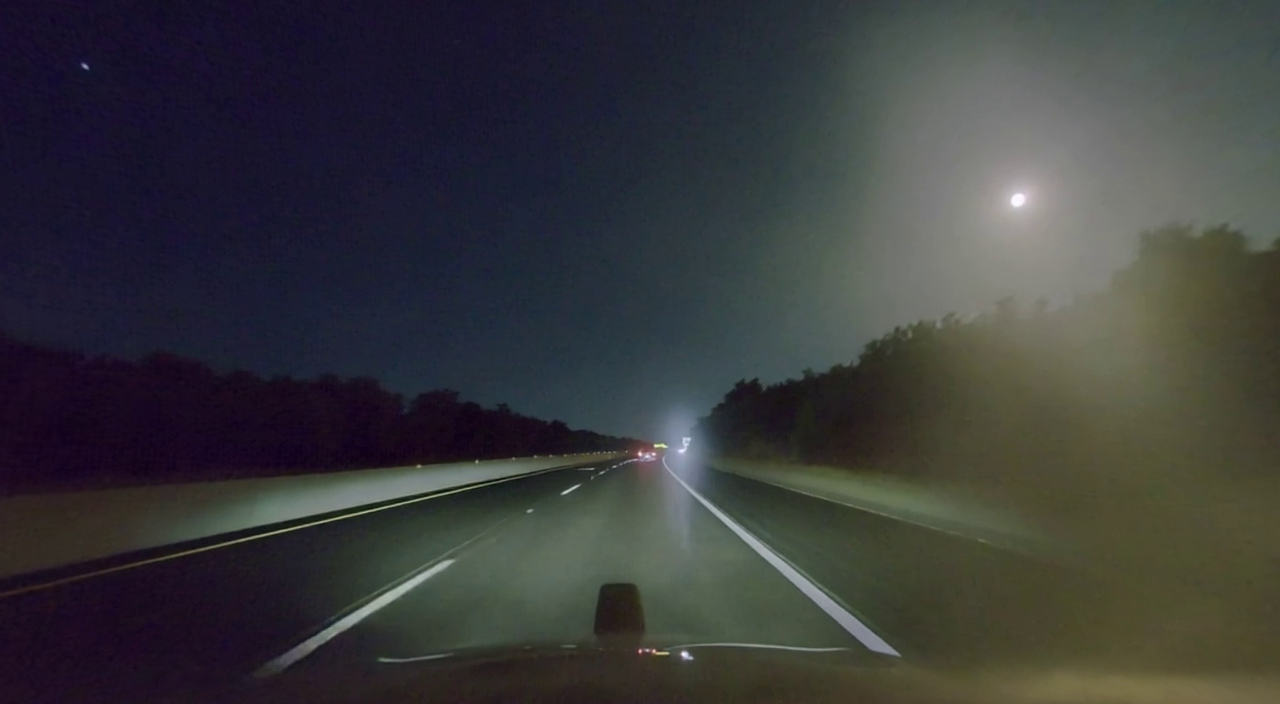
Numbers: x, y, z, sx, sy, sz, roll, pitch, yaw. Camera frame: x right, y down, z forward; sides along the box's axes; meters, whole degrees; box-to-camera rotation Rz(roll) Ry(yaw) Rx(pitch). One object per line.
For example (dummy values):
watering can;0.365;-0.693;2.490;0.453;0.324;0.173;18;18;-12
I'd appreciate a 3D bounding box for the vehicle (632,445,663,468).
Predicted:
vehicle;0.605;7.843;47.568;2.221;1.603;4.149;0;-9;1
